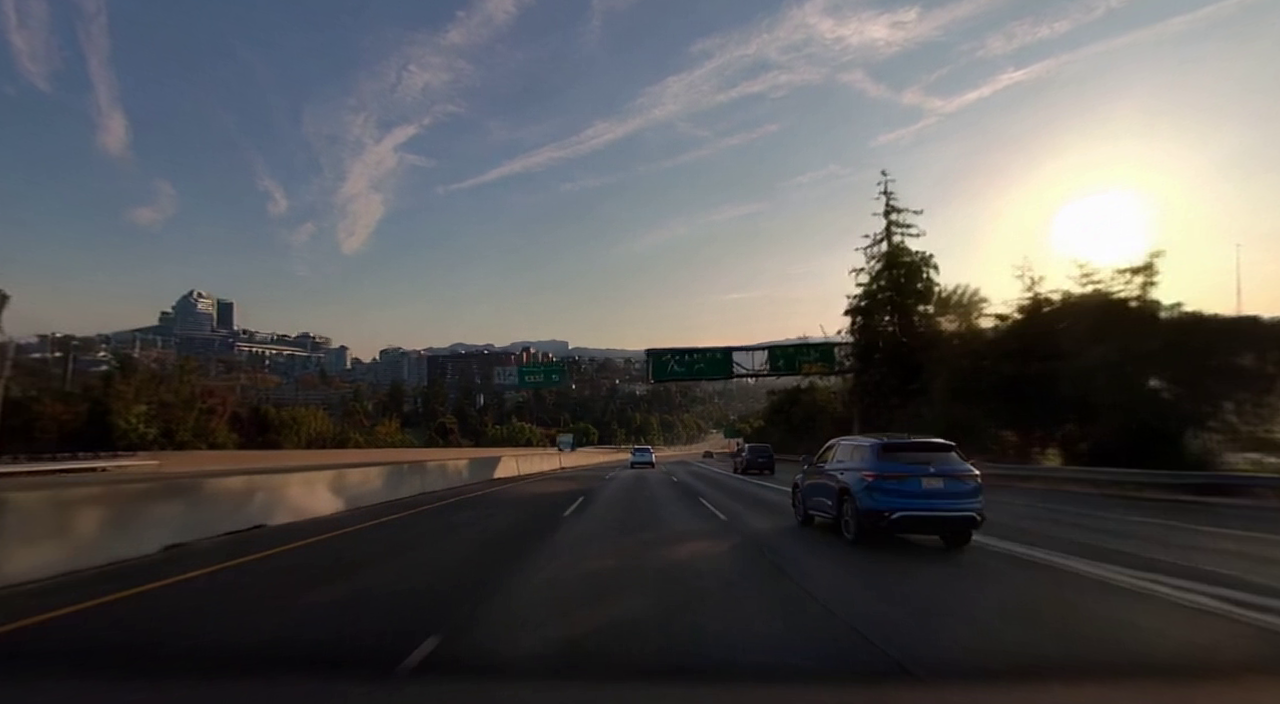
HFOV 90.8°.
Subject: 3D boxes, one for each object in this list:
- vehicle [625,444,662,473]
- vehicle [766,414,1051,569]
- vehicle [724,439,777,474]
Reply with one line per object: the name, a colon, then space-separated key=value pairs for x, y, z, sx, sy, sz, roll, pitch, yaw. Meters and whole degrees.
vehicle: x=0.244 y=6.764 z=40.337 sx=2.181 sy=1.768 sz=4.383 roll=0 pitch=-9 yaw=1
vehicle: x=3.339 y=1.826 z=9.042 sx=2.097 sy=1.659 sz=4.320 roll=0 pitch=-9 yaw=-1
vehicle: x=7.414 y=7.060 z=43.008 sx=2.526 sy=2.230 sz=6.190 roll=0 pitch=-9 yaw=1
